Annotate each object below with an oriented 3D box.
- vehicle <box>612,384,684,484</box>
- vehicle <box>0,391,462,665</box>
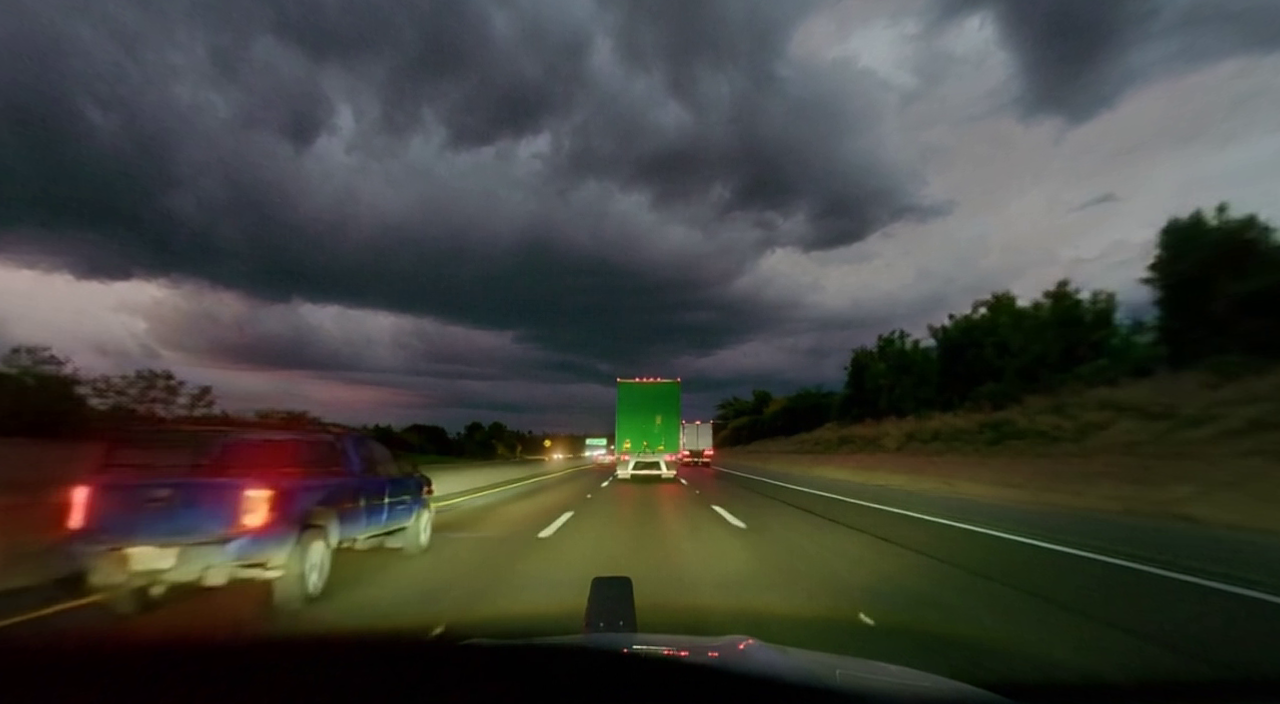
[{"bbox_3d":[0.349,4.199,31.336,2.932,4.042,11.054,0,-9,0],"label":"vehicle"},{"bbox_3d":[-3.473,1.416,6.121,2.173,1.657,4.401,0,-9,0],"label":"vehicle"}]
